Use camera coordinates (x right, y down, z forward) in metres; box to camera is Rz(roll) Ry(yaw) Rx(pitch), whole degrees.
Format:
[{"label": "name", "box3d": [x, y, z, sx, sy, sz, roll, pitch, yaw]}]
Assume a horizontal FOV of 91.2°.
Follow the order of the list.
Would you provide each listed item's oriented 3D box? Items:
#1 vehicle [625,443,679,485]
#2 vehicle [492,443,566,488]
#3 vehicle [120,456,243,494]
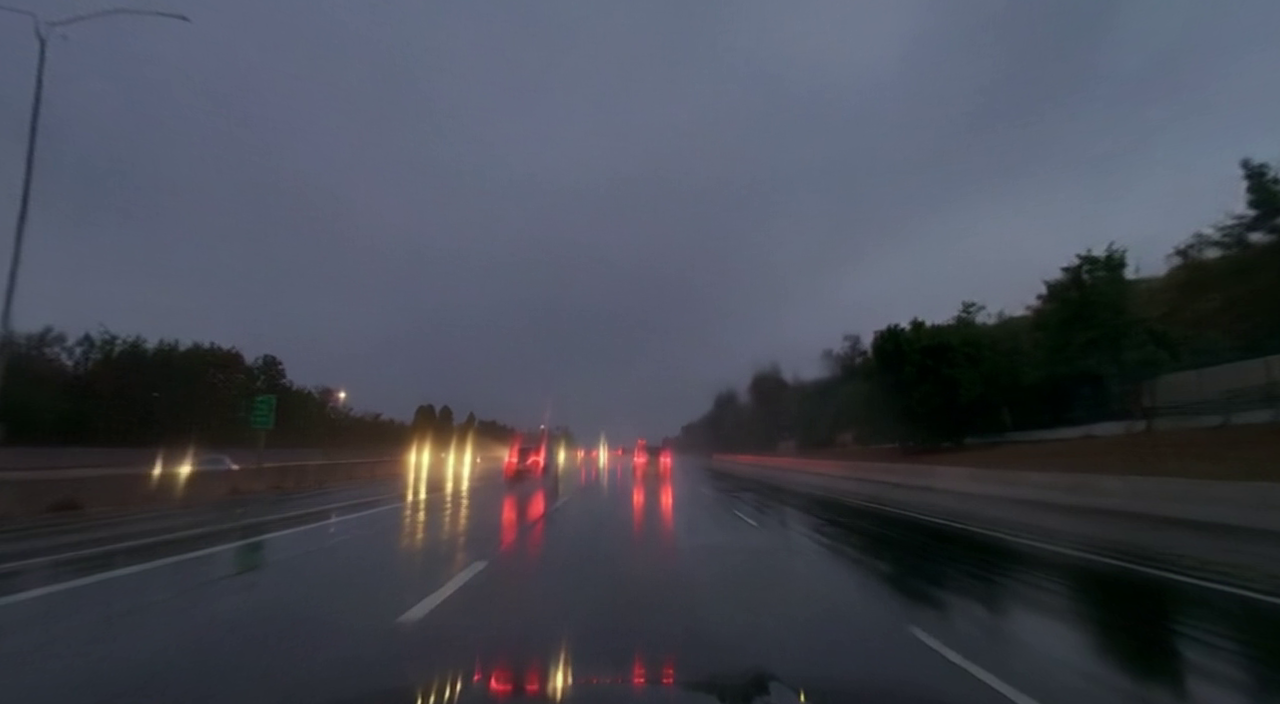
[{"label": "vehicle", "box3d": [0.415, 4.479, 25.367, 2.015, 1.526, 4.286, 0, -9, -1]}, {"label": "vehicle", "box3d": [-4.068, 4.234, 23.672, 1.940, 1.502, 4.463, 0, -9, 1]}, {"label": "vehicle", "box3d": [-20.335, 5.437, 28.087, 1.921, 1.485, 4.671, 0, -9, 1]}]
